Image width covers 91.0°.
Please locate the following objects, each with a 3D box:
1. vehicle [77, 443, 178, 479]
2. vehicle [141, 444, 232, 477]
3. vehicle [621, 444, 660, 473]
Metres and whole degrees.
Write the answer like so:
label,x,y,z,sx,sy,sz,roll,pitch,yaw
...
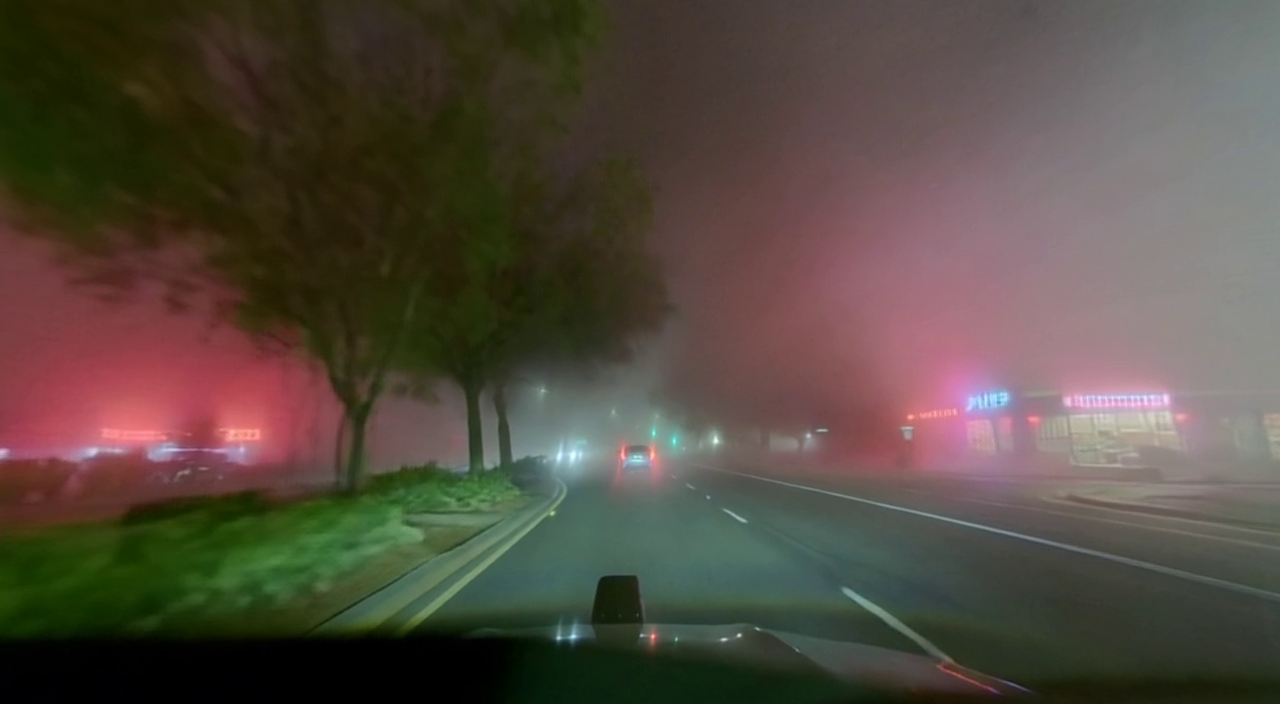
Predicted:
label,x,y,z,sx,sy,sz,roll,pitch,yaw
vehicle,-31.461,6.669,38.899,2.155,2.023,5.077,0,-9,-4
vehicle,-28.181,6.726,39.353,2.191,1.947,5.156,1,-9,-5
vehicle,-0.014,5.707,34.048,1.998,1.452,3.773,0,-9,-2
